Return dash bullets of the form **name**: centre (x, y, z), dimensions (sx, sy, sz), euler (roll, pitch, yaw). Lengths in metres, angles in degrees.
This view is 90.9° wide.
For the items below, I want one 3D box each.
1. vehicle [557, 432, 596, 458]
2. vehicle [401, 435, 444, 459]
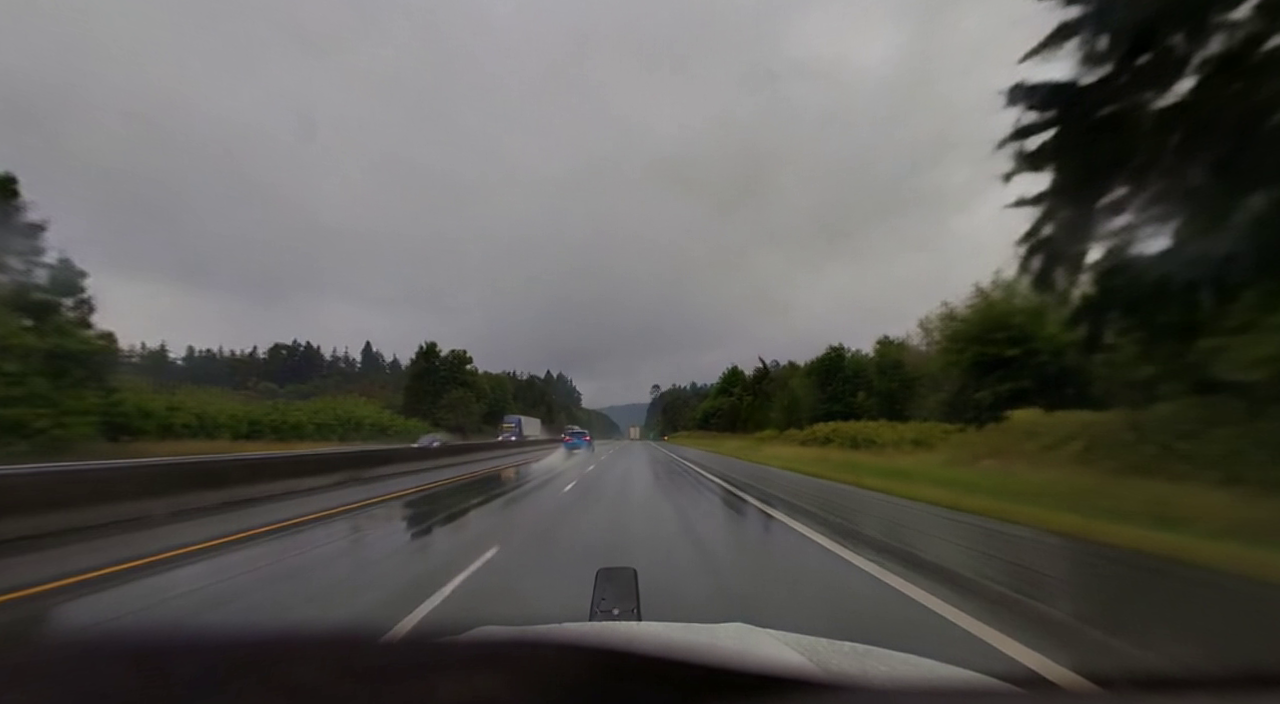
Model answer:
- **vehicle**: centre (-3.864, 5.729, 39.011), dimensions (2.085, 1.479, 3.846), euler (0, -8, -1)
- **vehicle**: centre (-14.281, 6.239, 41.584), dimensions (1.584, 1.442, 3.502), euler (0, -8, 0)
